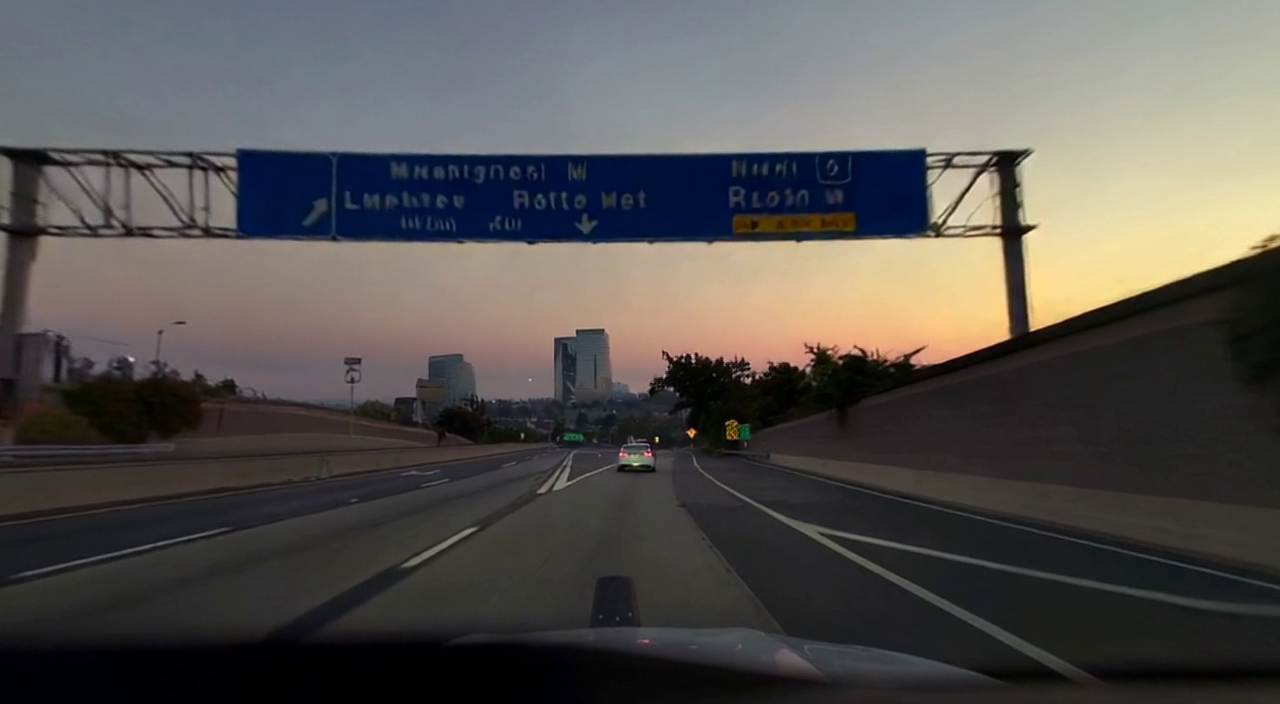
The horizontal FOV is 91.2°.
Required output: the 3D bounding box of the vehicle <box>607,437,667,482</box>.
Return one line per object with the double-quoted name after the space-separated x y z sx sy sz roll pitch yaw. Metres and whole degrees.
-0.027 3.974 23.410 2.055 1.509 4.255 -1 -8 2 "vehicle"
